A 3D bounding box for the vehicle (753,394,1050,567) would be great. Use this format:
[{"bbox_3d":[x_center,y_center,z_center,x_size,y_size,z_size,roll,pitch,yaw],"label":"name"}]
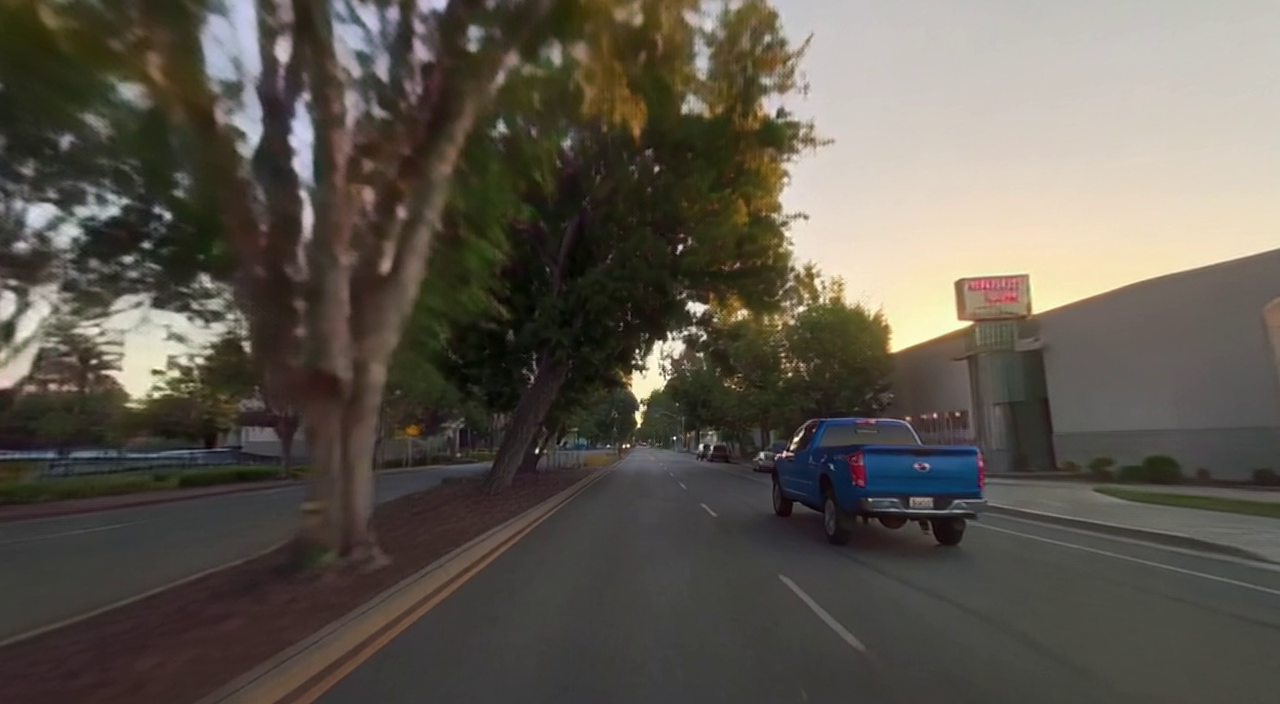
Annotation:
[{"bbox_3d":[3.280,1.770,9.462,2.085,1.828,5.383,0,-8,-1],"label":"vehicle"}]
